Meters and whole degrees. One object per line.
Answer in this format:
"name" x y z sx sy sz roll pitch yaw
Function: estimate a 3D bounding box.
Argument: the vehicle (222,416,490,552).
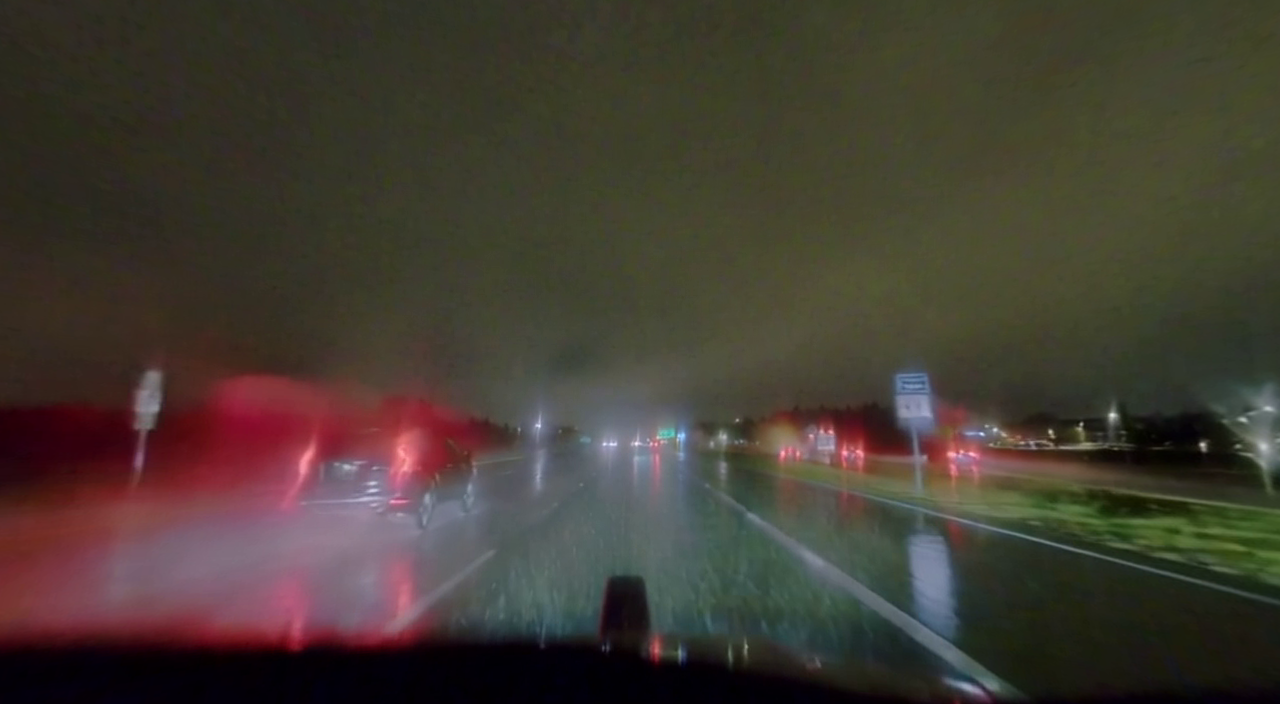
"vehicle" -3.824 1.832 9.460 2.012 1.570 4.126 0 -8 1
